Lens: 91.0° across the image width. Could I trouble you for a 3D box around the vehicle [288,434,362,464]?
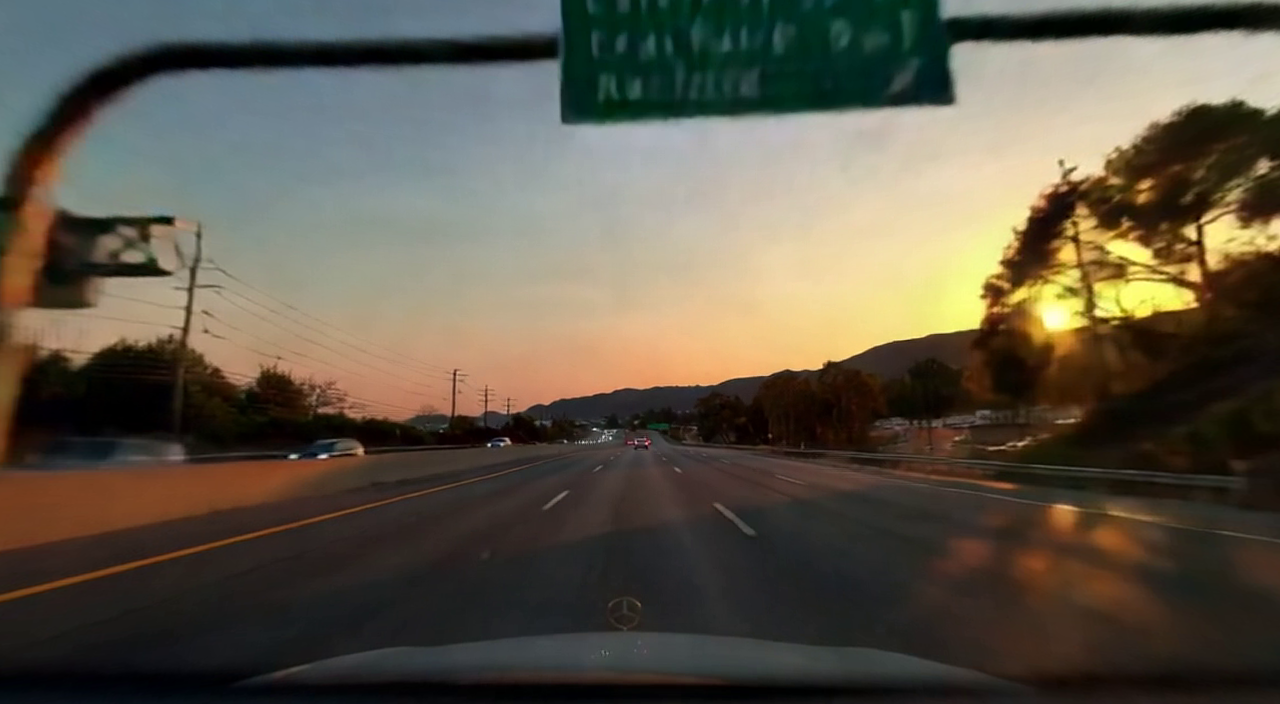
[{"bbox_3d":[-17.260,5.415,34.738,1.854,1.538,4.215,0,-10,0],"label":"vehicle"}]
